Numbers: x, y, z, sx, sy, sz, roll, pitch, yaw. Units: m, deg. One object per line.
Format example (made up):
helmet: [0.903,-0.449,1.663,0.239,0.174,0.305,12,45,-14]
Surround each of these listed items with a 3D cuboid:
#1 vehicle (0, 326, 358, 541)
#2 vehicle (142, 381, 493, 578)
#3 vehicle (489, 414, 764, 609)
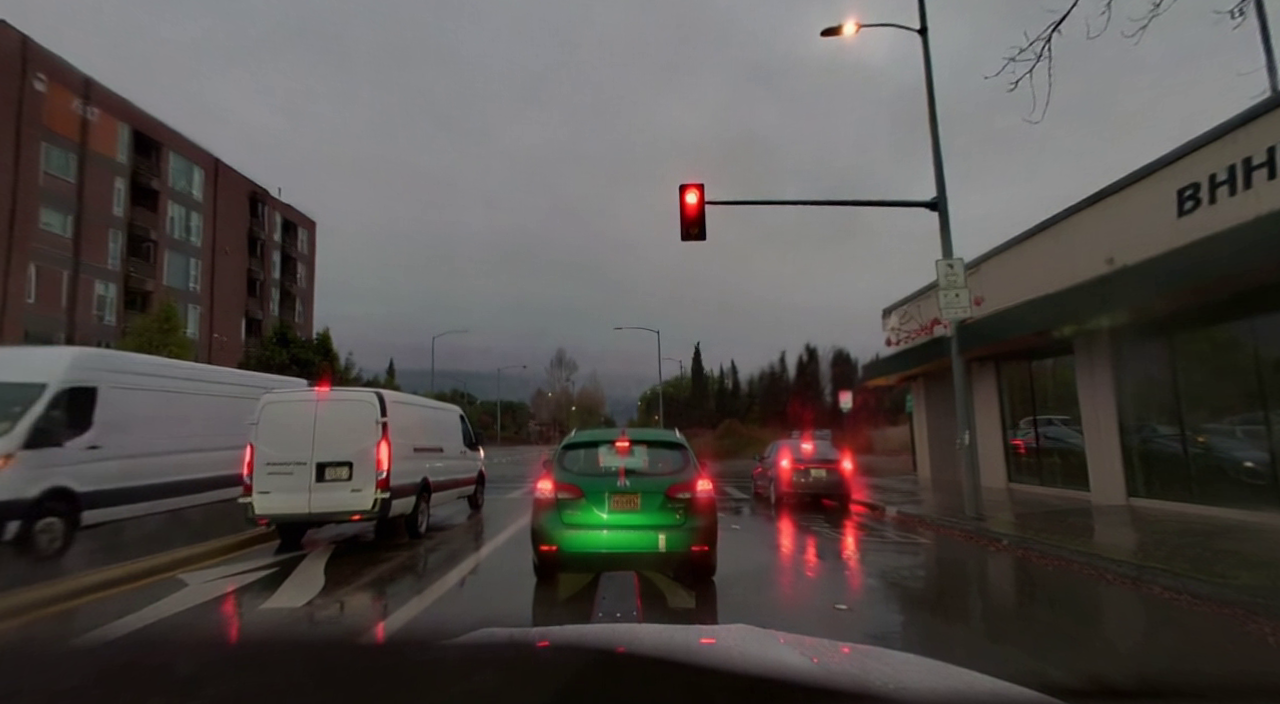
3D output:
vehicle: [-10.765,1.871,14.950,2.973,3.009,12.605,-2,-6,-3]
vehicle: [-3.582,1.513,8.434,2.076,1.820,5.100,0,-8,-1]
vehicle: [-0.111,1.465,6.767,2.064,1.452,3.942,0,-8,0]
